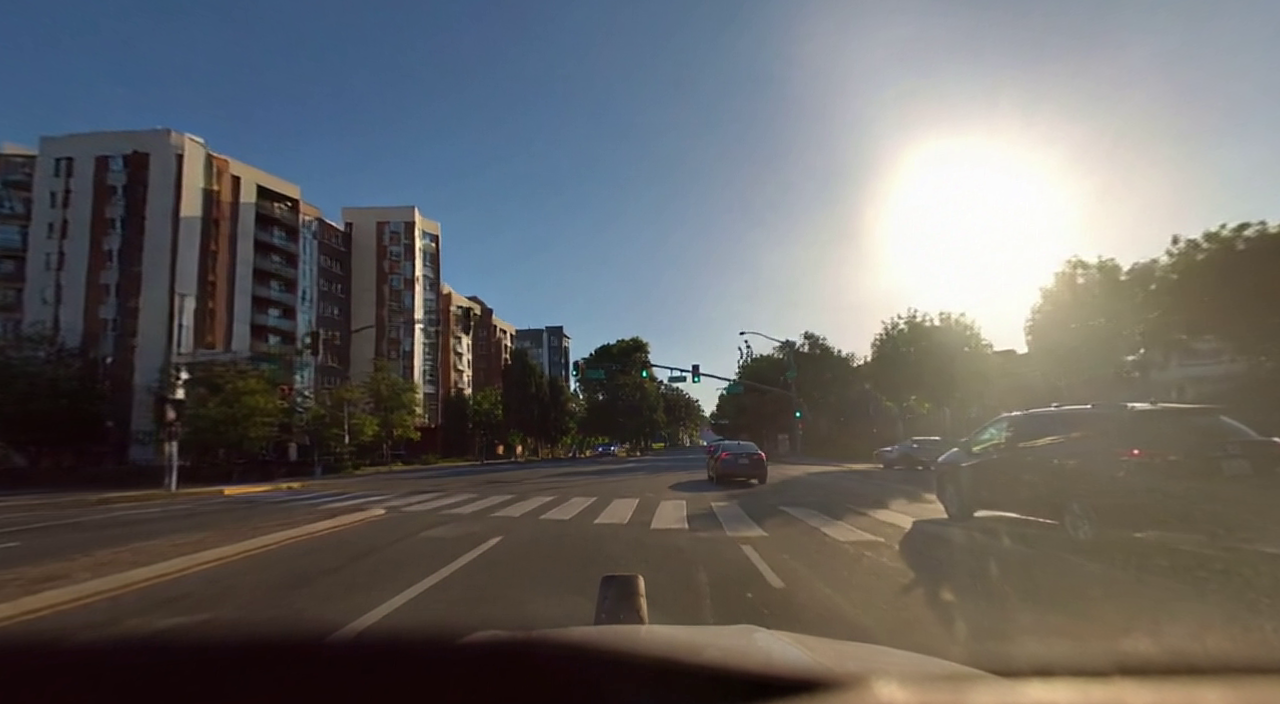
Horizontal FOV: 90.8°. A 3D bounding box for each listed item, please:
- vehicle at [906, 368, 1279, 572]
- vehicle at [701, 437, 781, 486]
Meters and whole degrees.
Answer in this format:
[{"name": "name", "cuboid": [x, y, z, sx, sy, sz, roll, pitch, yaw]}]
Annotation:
[{"name": "vehicle", "cuboid": [6.331, 1.591, 9.173, 2.427, 2.017, 5.763, 0, -9, 0]}, {"name": "vehicle", "cuboid": [3.294, 3.677, 21.485, 2.003, 1.480, 4.494, 0, -9, 0]}]
